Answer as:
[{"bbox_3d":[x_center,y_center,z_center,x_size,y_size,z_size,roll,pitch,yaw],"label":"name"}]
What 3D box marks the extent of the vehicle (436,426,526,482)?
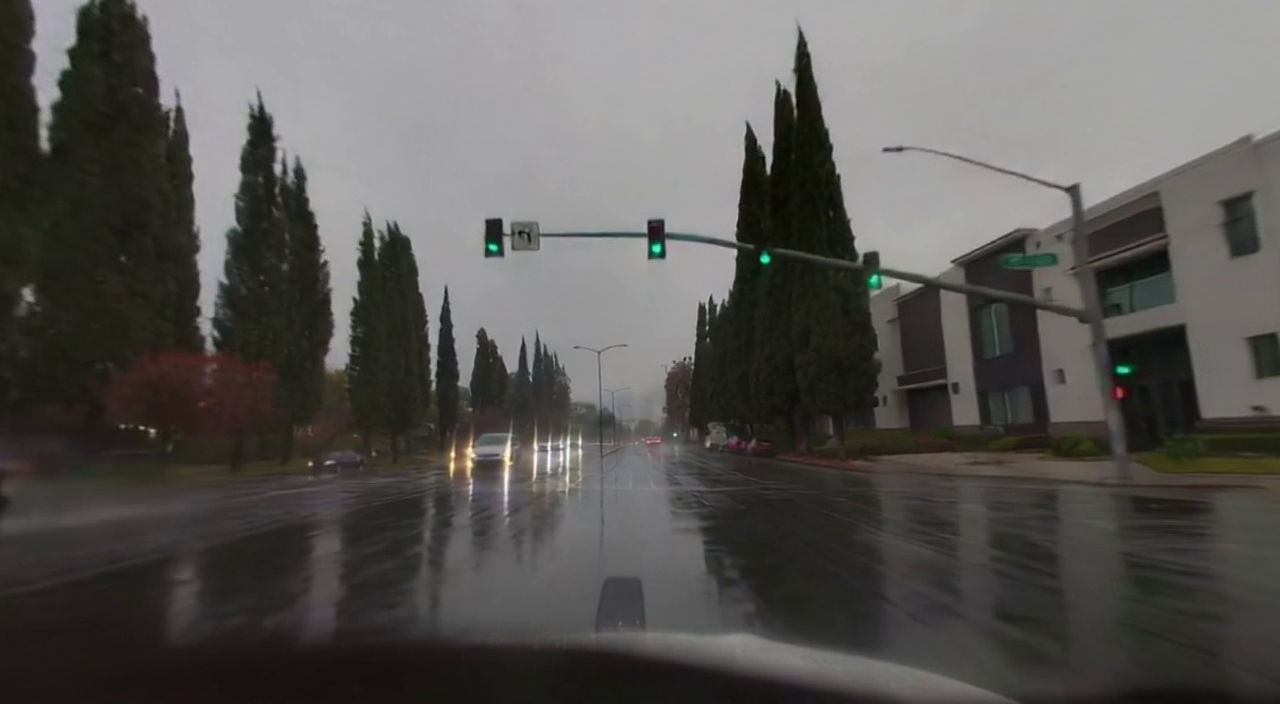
[{"bbox_3d":[-5.491,3.606,22.455,2.098,1.789,4.338,0,-9,-1],"label":"vehicle"}]
